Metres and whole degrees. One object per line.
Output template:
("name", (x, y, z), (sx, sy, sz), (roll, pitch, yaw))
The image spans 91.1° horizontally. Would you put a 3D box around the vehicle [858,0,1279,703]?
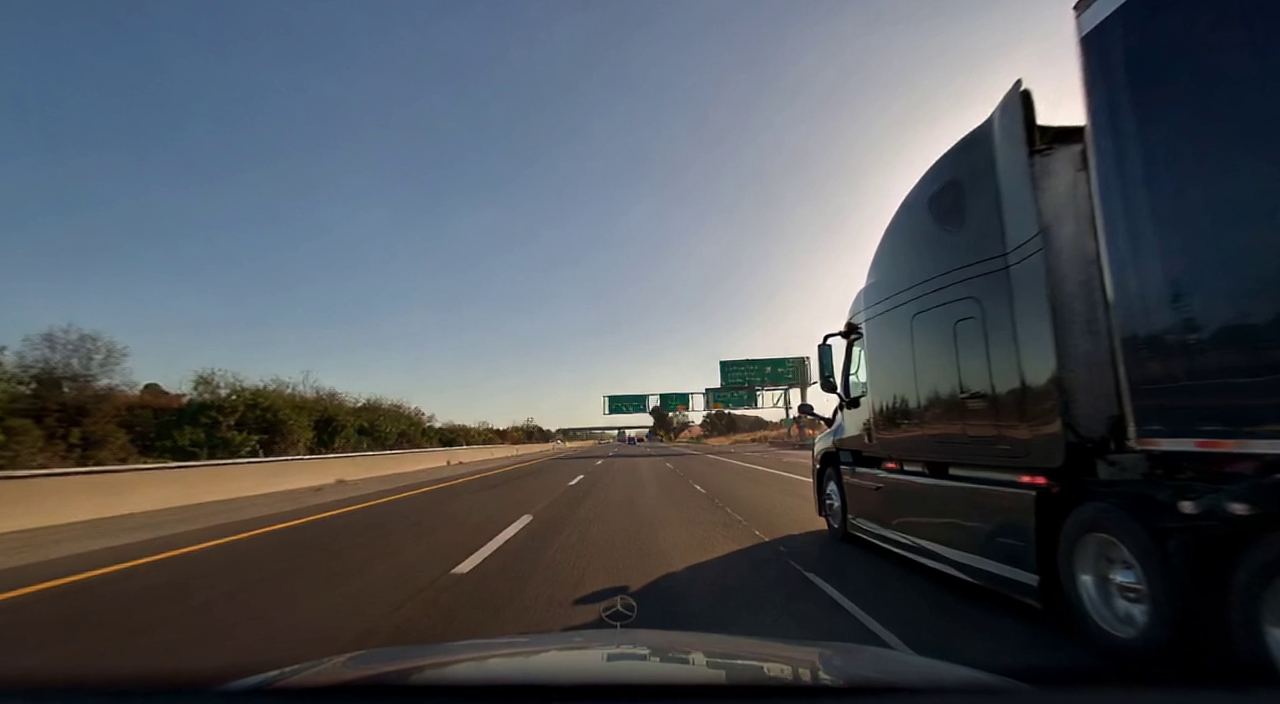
("vehicle", (4.169, -0.264, 2.696), (3.246, 4.187, 8.893), (1, -8, 0))
